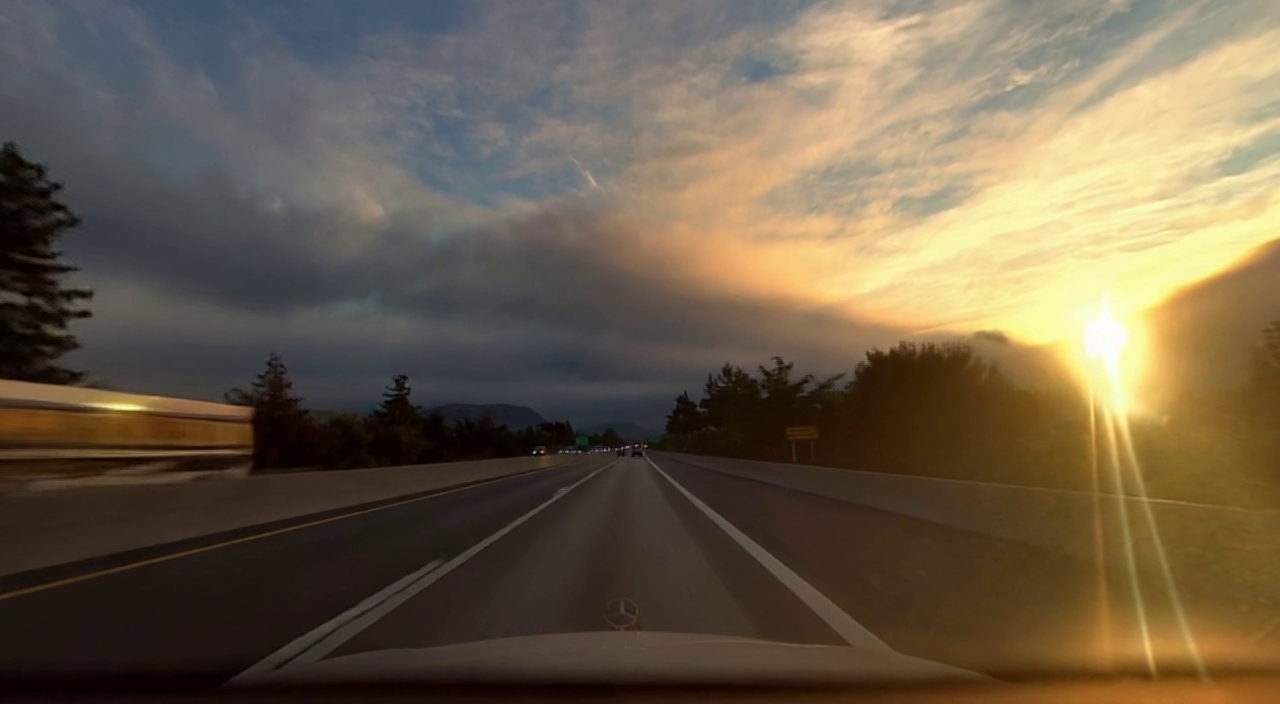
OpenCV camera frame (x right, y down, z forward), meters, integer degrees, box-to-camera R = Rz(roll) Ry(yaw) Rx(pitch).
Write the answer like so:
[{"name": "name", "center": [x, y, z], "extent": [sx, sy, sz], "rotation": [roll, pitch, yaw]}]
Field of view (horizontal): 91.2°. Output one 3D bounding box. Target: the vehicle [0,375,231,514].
[{"name": "vehicle", "center": [-19.667, 3.218, 21.463], "extent": [2.862, 3.895, 12.778], "rotation": [0, -9, -1]}]
